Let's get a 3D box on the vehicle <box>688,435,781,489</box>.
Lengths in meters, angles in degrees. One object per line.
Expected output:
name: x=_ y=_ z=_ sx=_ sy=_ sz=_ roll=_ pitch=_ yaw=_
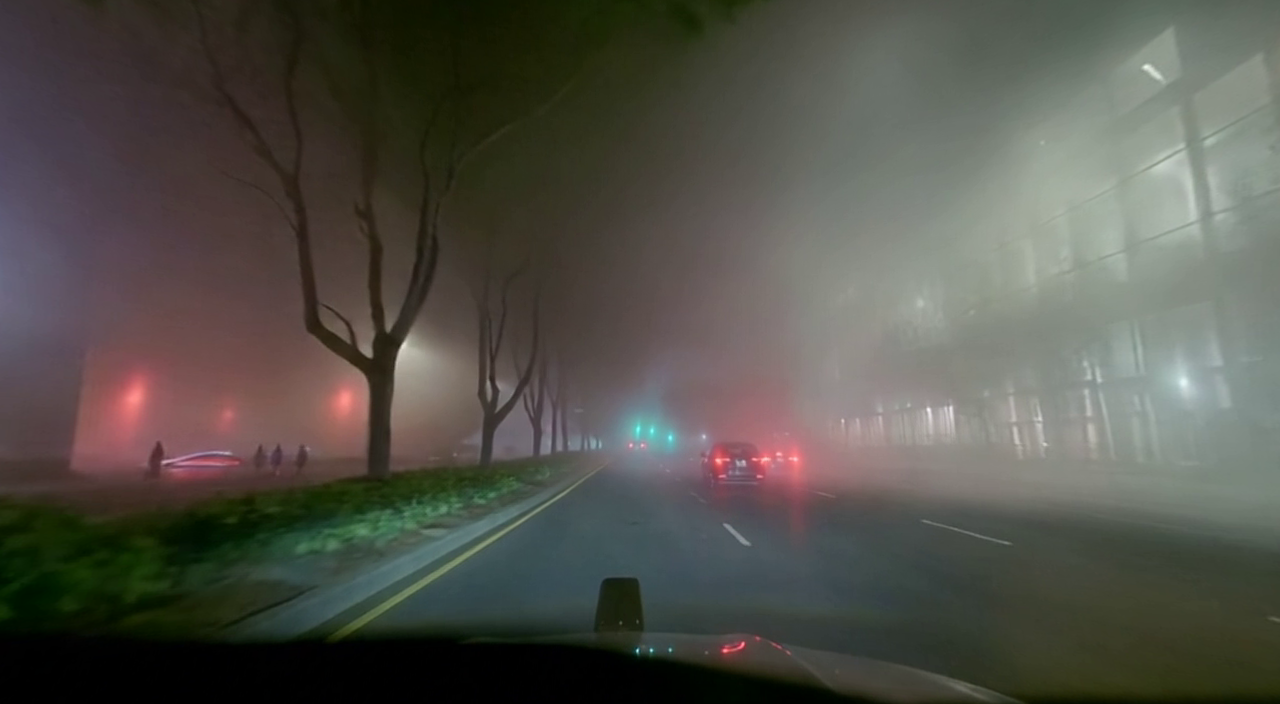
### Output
vehicle: x=2.808 y=3.405 z=19.889 sx=2.131 sy=1.491 sz=4.496 roll=0 pitch=-8 yaw=-1
